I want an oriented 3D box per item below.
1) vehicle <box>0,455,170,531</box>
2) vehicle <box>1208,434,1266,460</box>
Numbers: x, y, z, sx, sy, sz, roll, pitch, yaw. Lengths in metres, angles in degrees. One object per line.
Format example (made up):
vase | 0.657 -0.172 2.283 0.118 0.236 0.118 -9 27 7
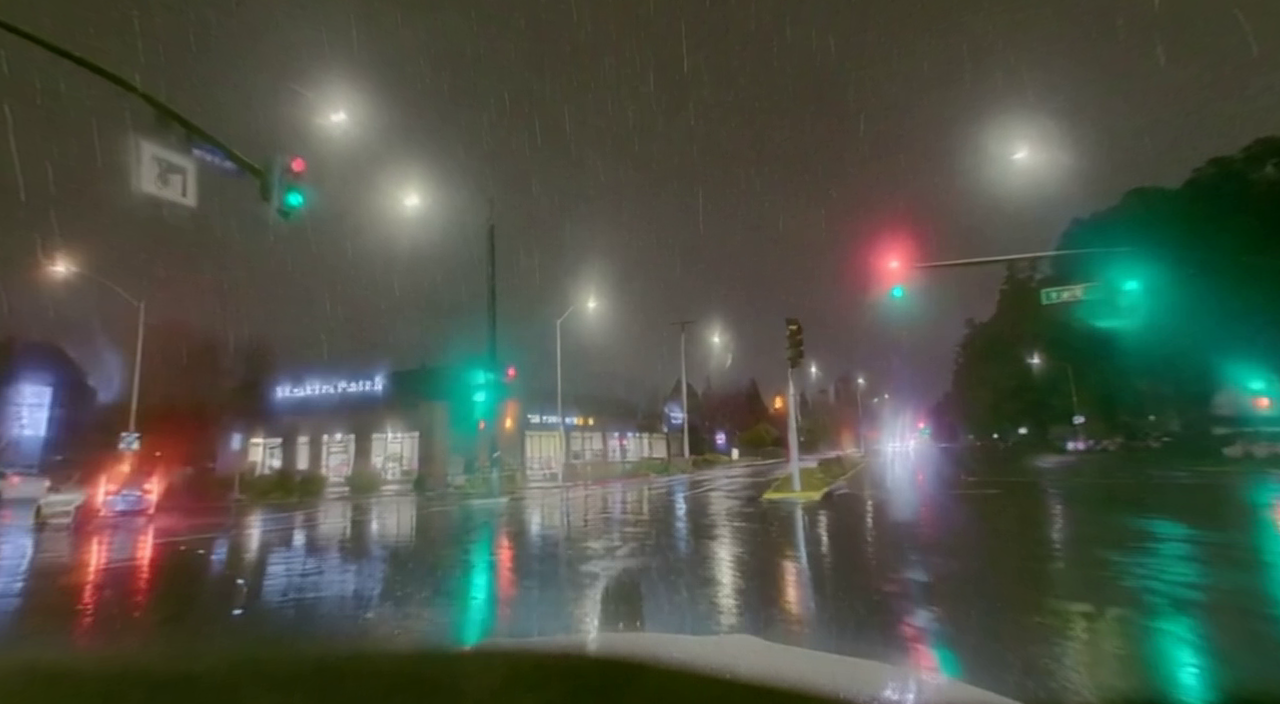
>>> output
vehicle | -14.736 3.504 16.277 4.312 1.642 2.197 -4 -9 23
vehicle | 40.470 6.434 42.812 4.113 1.606 2.219 7 -11 -39
